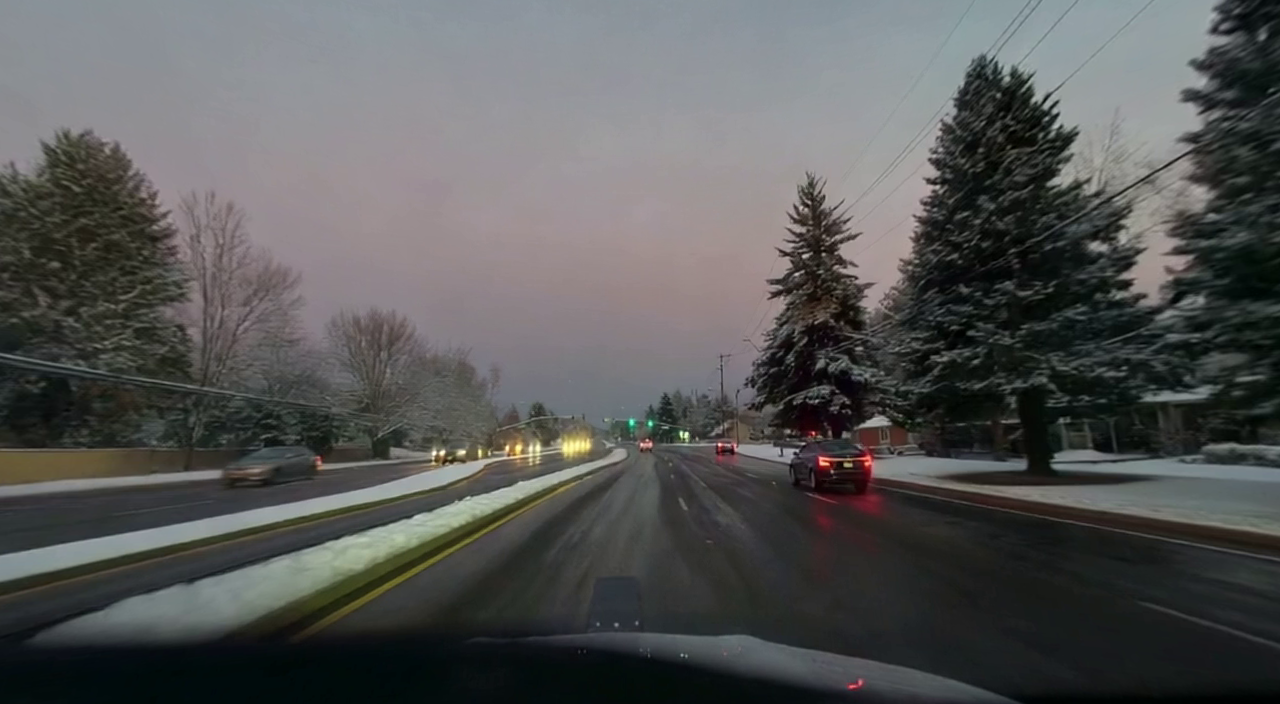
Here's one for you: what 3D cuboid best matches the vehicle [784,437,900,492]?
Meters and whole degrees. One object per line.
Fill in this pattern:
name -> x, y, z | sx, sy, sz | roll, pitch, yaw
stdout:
vehicle -> 6.172, 3.489, 20.014 | 2.113, 1.520, 4.650 | 0, -8, 0

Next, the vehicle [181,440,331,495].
vehicle -> -11.856, 3.569, 19.966 | 1.940, 1.517, 4.626 | 0, -8, -1

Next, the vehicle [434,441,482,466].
vehicle -> -12.521, 7.002, 43.693 | 1.992, 1.651, 4.486 | 0, -8, -1
